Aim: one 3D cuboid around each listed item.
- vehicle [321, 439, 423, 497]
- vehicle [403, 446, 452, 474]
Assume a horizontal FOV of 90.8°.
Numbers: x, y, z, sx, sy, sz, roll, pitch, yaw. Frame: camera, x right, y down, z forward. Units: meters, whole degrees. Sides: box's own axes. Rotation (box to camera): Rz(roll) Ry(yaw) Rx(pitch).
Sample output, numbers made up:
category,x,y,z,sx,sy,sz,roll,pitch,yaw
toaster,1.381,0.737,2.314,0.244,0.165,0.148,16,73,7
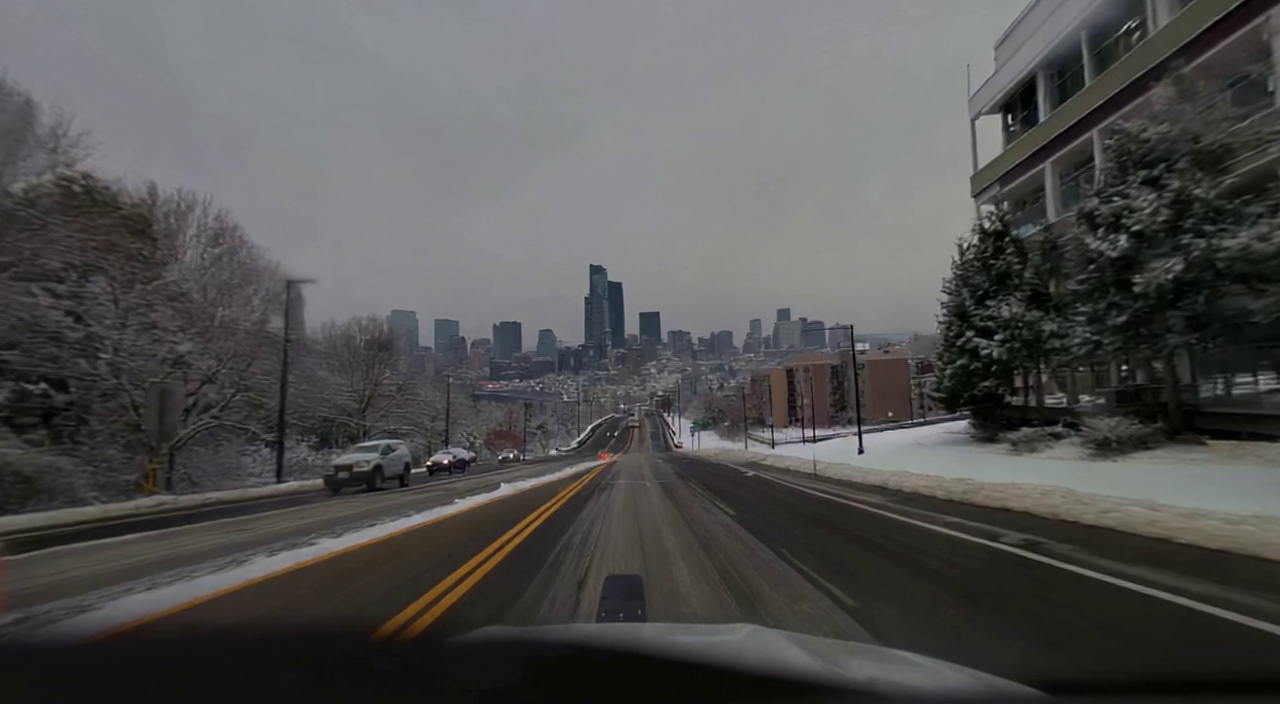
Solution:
category,x,y,z,sx,sy,sz,roll,pitch,yaw
vehicle,-9.625,4.145,23.145,2.112,1.873,4.717,1,-8,-7
vehicle,-12.770,6.493,38.225,2.145,1.559,4.967,2,-9,-11
